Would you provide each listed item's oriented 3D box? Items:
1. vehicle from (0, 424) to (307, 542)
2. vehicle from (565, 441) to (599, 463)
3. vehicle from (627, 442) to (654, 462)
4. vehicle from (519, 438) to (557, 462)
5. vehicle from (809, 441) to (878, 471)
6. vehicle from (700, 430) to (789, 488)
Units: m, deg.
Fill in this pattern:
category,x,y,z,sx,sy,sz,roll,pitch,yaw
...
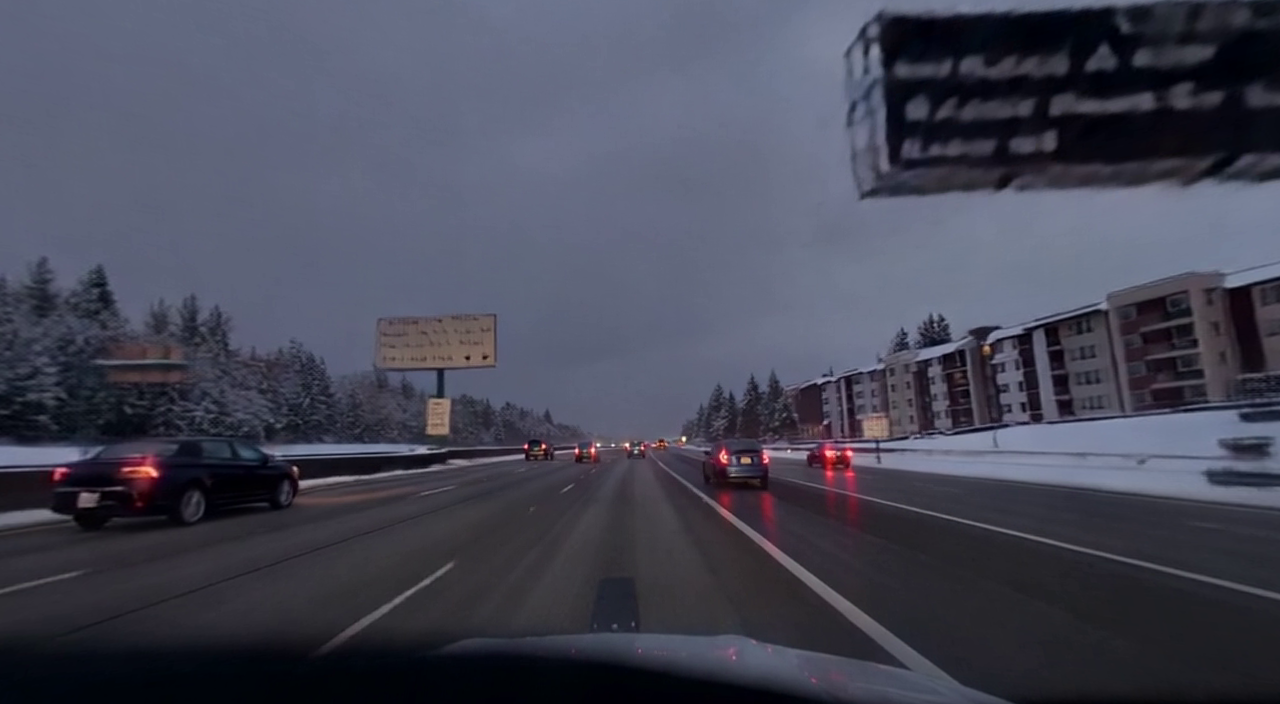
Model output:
category,x,y,z,sx,sy,sz,roll,pitch,yaw
vehicle,-7.718,2.022,10.389,2.021,1.496,4.495,0,-9,0
vehicle,-3.995,6.988,44.254,2.002,1.466,4.378,0,-9,0
vehicle,0.015,7.572,48.026,1.992,1.431,4.055,0,-9,-1
vehicle,-7.712,7.441,48.210,2.057,1.733,4.589,0,-9,1
vehicle,10.591,5.427,33.228,2.061,1.459,4.273,0,-9,-2
vehicle,3.320,3.514,20.987,2.080,1.694,4.286,0,-9,-2
